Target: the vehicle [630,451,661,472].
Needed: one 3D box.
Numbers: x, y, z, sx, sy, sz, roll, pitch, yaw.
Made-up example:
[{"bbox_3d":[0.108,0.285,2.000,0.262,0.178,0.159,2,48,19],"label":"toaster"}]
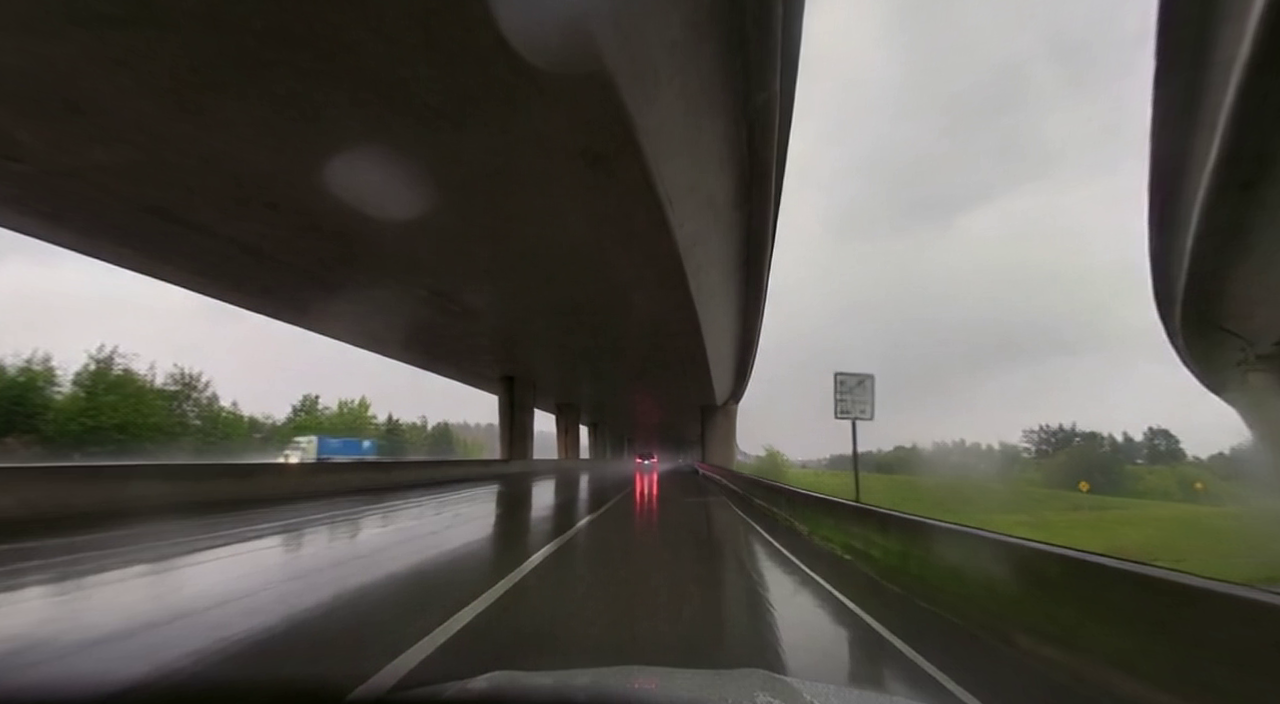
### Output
[{"bbox_3d":[0.451,8.011,46.251,1.940,1.444,4.024,-1,-9,5],"label":"vehicle"}]
